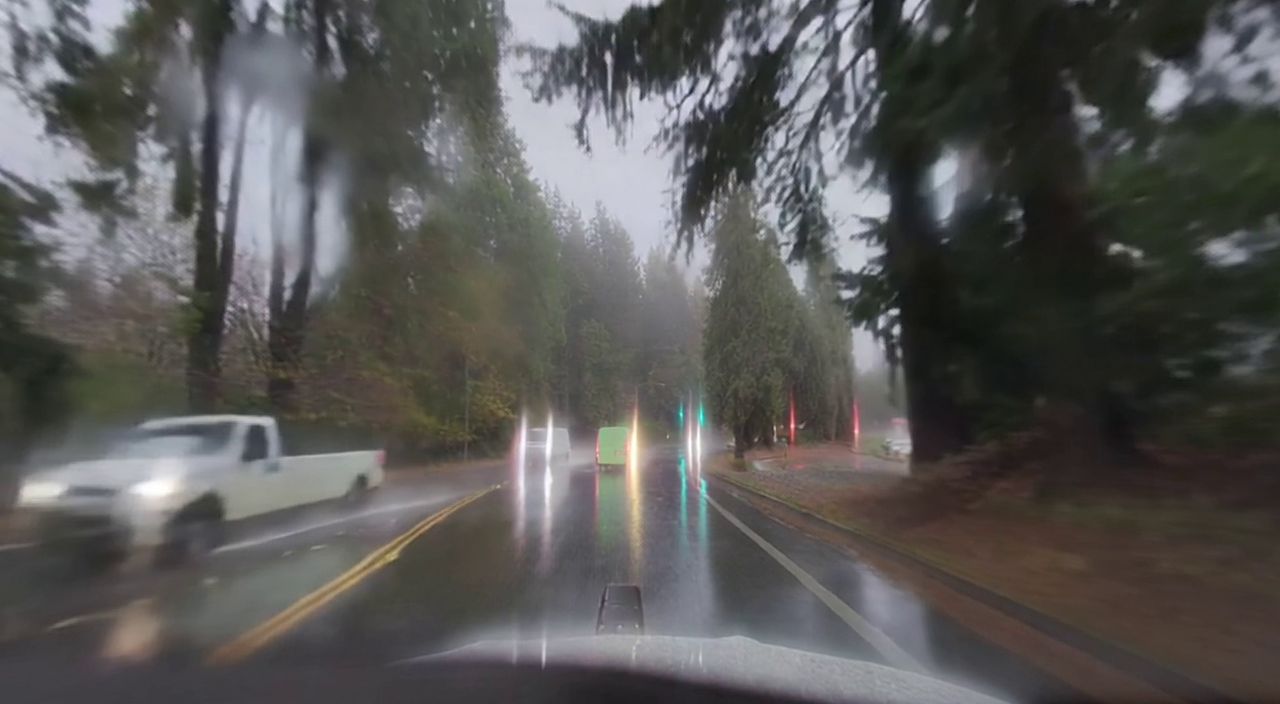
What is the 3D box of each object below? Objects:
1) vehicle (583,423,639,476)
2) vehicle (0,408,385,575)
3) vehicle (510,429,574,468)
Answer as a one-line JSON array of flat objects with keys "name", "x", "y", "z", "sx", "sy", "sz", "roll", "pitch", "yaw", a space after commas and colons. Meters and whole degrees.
[{"name": "vehicle", "x": -1.221, "y": 4.510, "z": 29.205, "sx": 2.362, "sy": 2.185, "sz": 5.212, "roll": 0, "pitch": -8, "yaw": 0}, {"name": "vehicle", "x": -5.476, "y": 1.724, "z": 8.585, "sx": 2.051, "sy": 1.648, "sz": 4.451, "roll": 0, "pitch": -8, "yaw": 1}, {"name": "vehicle", "x": -5.335, "y": 5.401, "z": 35.208, "sx": 2.295, "sy": 1.981, "sz": 5.836, "roll": 0, "pitch": -8, "yaw": 4}]
